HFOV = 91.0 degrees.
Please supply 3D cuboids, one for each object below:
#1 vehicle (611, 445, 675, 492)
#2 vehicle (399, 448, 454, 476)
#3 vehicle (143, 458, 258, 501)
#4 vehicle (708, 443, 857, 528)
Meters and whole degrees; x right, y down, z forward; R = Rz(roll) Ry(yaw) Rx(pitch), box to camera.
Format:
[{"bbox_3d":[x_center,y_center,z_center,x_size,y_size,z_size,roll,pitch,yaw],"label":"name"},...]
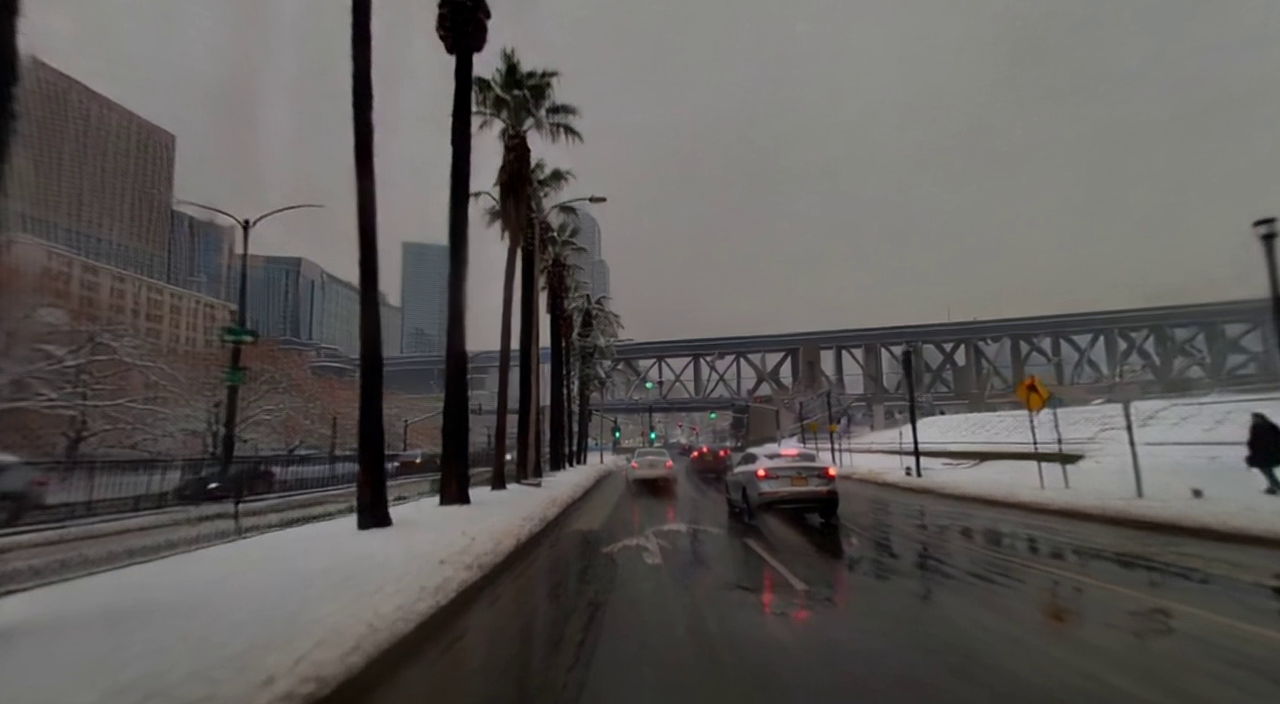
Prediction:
[{"bbox_3d":[0.167,4.056,22.254,2.077,1.518,3.760,0,-9,2],"label":"vehicle"},{"bbox_3d":[-15.404,7.940,45.711,2.048,1.830,5.136,-1,-8,3],"label":"vehicle"},{"bbox_3d":[-18.203,5.265,26.313,1.887,1.569,4.014,0,-9,0],"label":"vehicle"},{"bbox_3d":[2.813,2.766,13.788,2.051,1.509,4.933,0,-9,-1],"label":"vehicle"}]
